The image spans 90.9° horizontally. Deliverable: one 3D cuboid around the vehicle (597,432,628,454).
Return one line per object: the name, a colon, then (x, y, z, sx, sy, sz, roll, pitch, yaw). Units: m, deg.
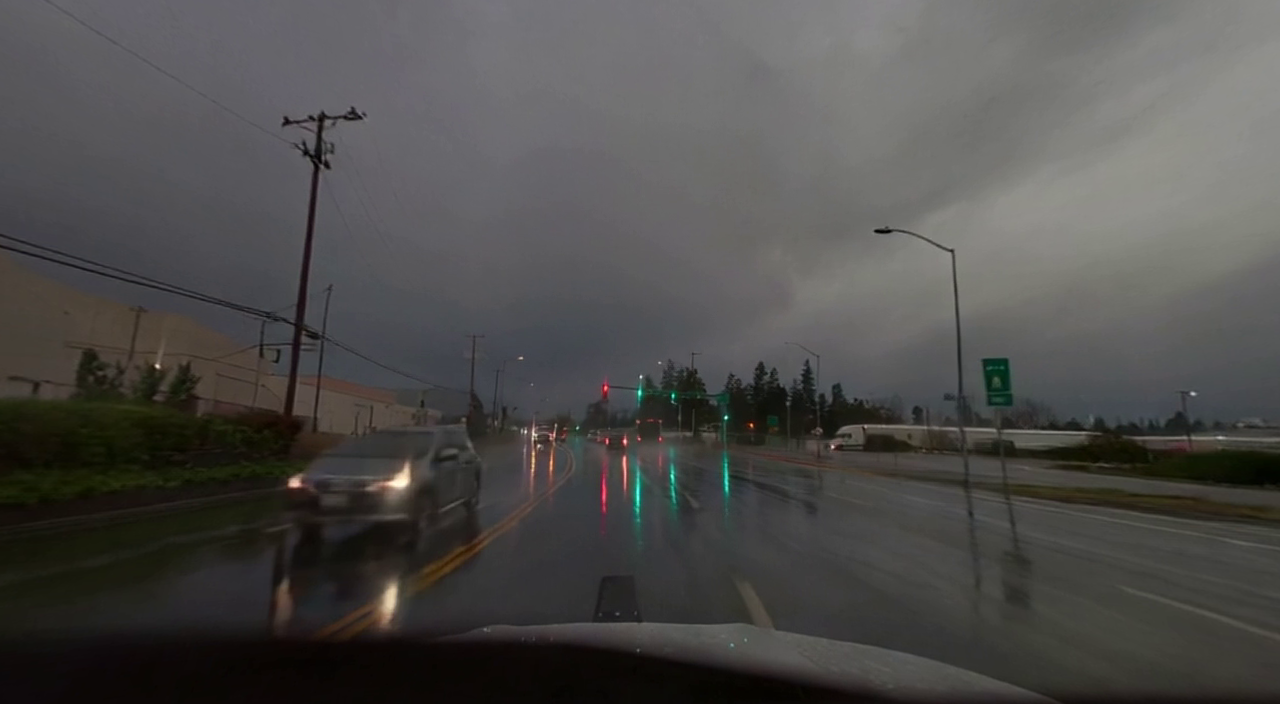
vehicle: (-1.943, 6.344, 44.014, 2.060, 1.491, 3.873, 0, -8, -3)

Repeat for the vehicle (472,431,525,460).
vehicle: (-7.743, 5.156, 34.908, 2.028, 1.495, 4.532, 0, -8, -2)

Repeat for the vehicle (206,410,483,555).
vehicle: (-3.712, 1.684, 8.853, 2.003, 1.562, 3.862, 0, -8, 0)
